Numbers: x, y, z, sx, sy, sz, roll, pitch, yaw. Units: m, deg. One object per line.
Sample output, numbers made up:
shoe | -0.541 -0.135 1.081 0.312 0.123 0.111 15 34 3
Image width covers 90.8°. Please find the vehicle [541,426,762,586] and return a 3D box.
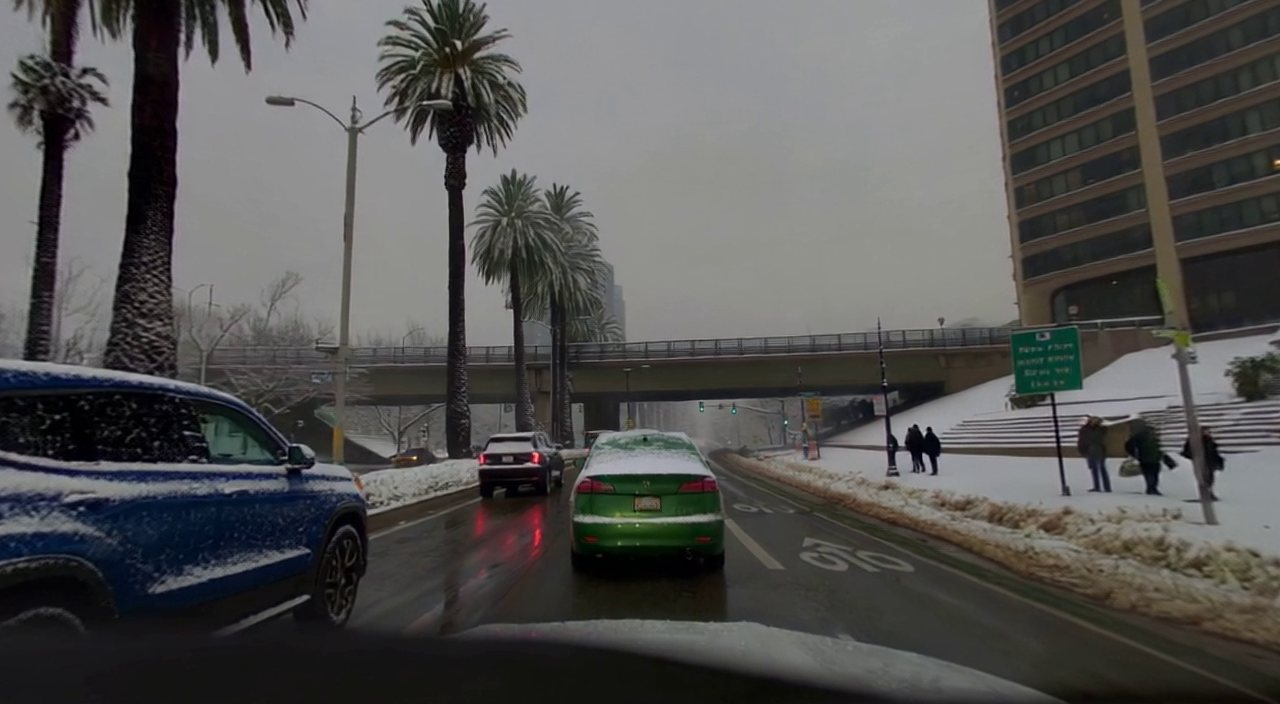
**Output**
vehicle | 0.062 1.731 7.962 2.036 1.461 4.129 0 -8 -1

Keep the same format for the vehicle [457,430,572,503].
vehicle | -3.044 2.877 16.258 1.955 1.637 4.032 -1 -8 3

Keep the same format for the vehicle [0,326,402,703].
vehicle | -3.245 0.977 3.520 2.014 1.740 4.359 0 -8 2
